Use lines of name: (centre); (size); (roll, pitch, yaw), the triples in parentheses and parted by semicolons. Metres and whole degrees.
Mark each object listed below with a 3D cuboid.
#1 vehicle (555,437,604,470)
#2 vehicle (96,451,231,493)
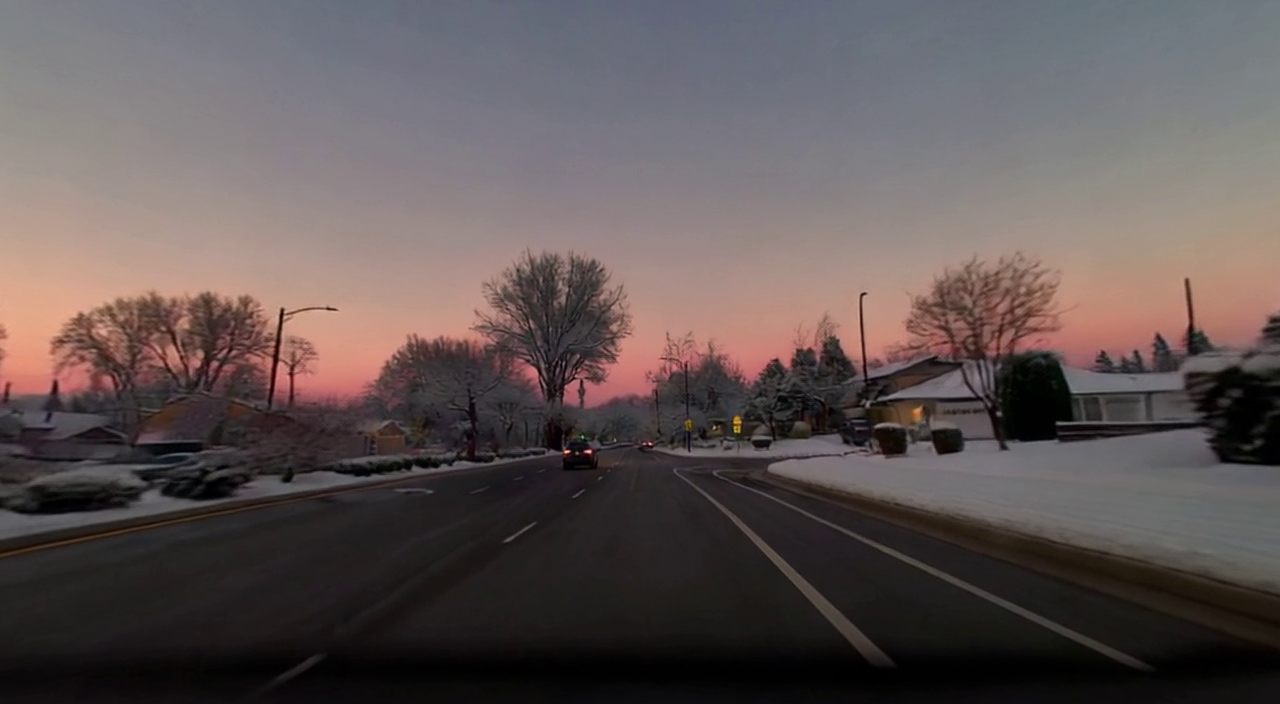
vehicle: (-2.995, 5.154, 32.201); (2.075, 1.498, 4.730); (-1, -8, -1)
vehicle: (-18.589, 4.667, 24.902); (1.980, 1.423, 4.465); (0, -8, -3)
